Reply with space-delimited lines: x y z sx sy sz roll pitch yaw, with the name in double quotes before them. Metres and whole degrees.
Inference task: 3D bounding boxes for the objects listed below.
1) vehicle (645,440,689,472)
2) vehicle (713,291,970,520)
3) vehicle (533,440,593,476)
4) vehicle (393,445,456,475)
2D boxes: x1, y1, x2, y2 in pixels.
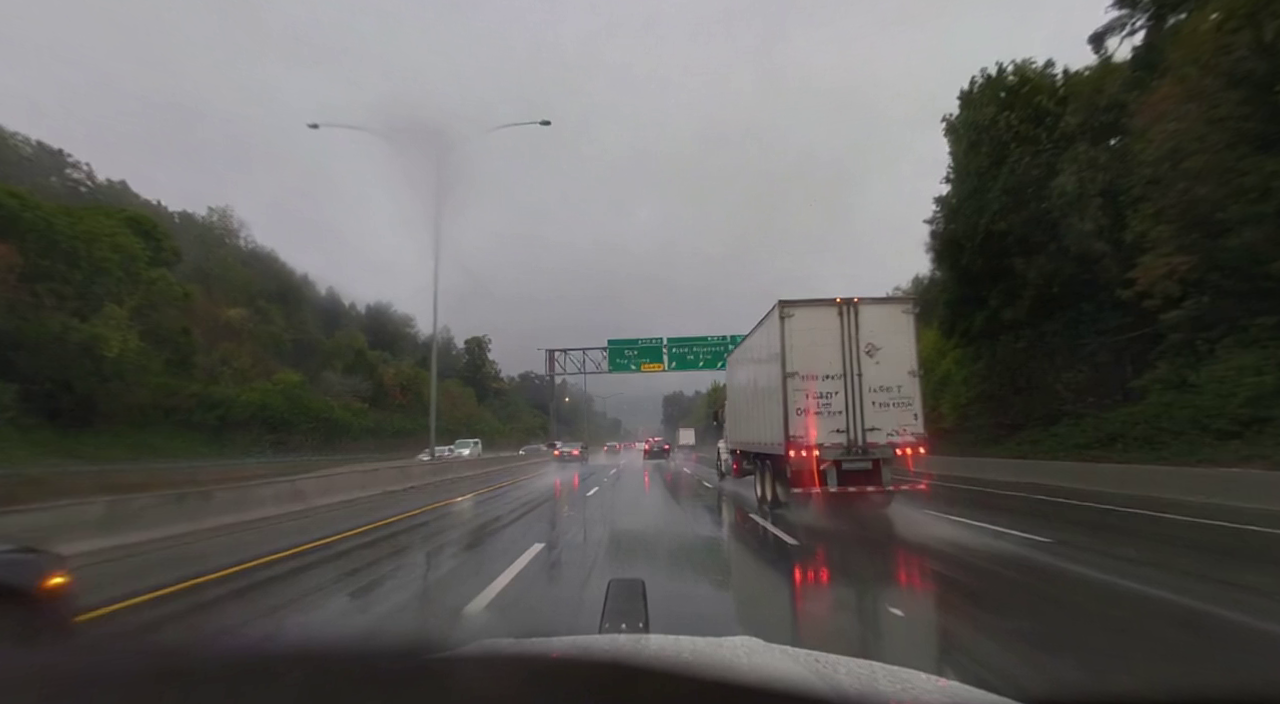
"vehicle" 1.382 5.174 31.777 2.040 1.461 4.822 -1 -8 3
"vehicle" 4.036 1.673 16.348 2.985 3.895 11.239 -1 -8 1
"vehicle" -3.453 4.829 29.038 2.099 1.494 4.504 -1 -8 1
"vehicle" -11.800 5.911 34.864 1.840 1.477 4.446 -1 -8 0
